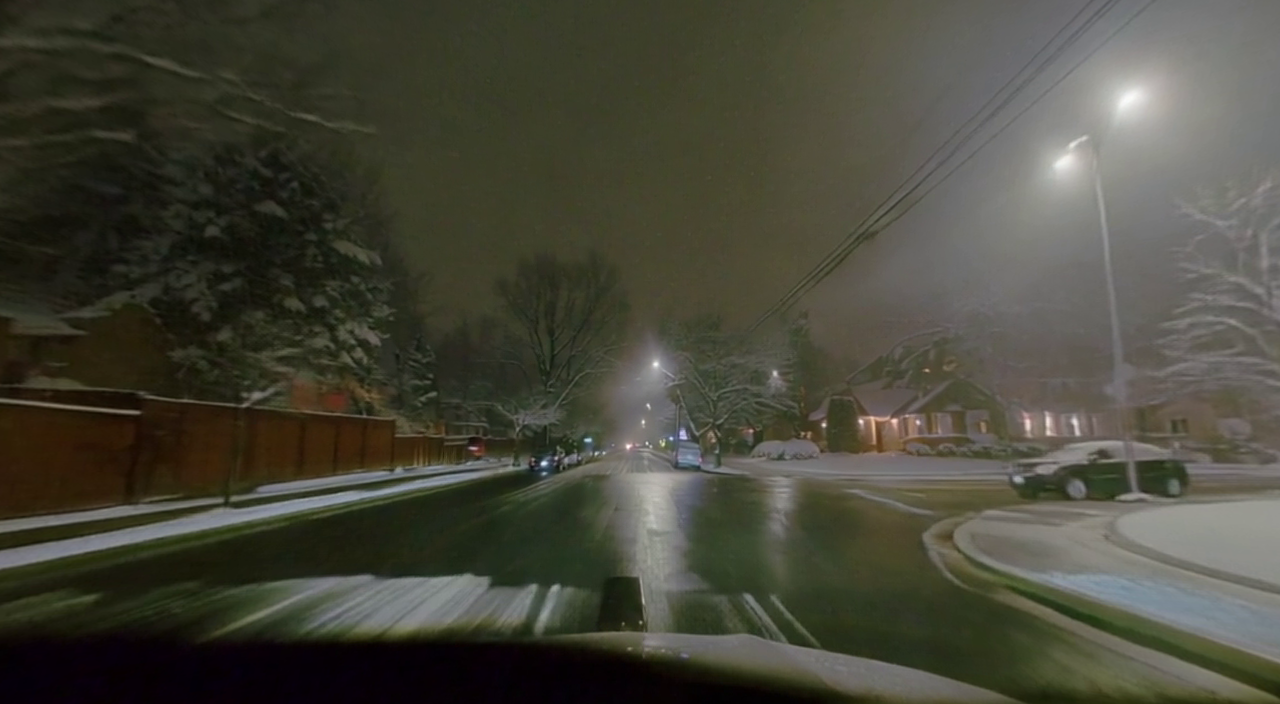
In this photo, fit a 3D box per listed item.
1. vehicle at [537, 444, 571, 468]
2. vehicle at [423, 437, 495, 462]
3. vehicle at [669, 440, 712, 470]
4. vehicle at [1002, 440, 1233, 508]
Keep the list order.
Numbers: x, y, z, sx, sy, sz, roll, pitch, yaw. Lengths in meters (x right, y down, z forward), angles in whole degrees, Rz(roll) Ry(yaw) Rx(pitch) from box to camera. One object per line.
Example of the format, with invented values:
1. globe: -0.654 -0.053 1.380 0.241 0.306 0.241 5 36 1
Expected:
1. vehicle: -6.025 7.305 44.296 1.947 1.557 3.900 0 -9 -2
2. vehicle: -13.830 7.513 48.272 5.019 1.867 2.006 1 -9 -8
3. vehicle: 3.143 6.506 39.820 2.140 1.749 4.369 1 -9 -3
4. vehicle: 12.596 3.162 16.717 4.708 1.527 2.113 0 -8 -10
